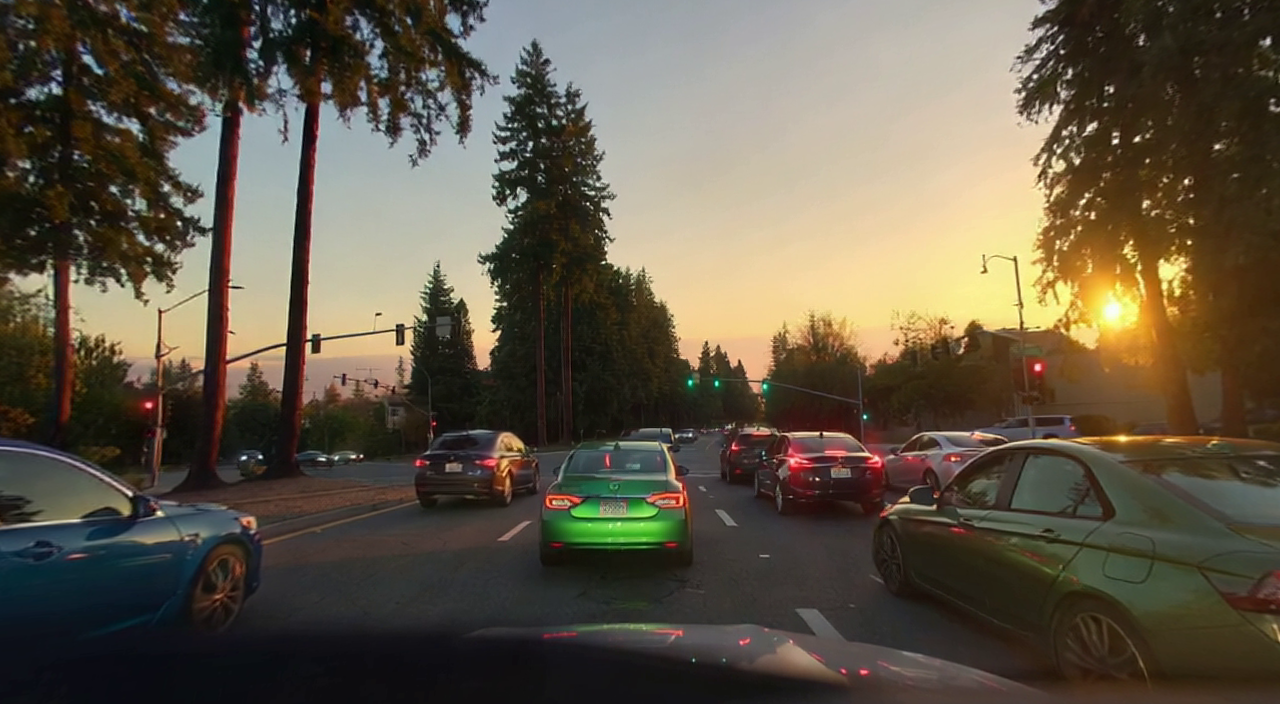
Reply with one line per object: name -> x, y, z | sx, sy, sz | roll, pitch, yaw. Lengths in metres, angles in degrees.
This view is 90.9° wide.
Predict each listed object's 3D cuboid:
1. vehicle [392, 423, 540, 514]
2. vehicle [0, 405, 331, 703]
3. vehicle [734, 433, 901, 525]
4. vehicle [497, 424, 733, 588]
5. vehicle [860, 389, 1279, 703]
vehicle -> -3.670, 2.545, 14.210 | 1.961, 1.714, 4.268 | -1, -8, 2
vehicle -> -3.658, 1.064, 3.245 | 1.935, 1.482, 4.433 | 0, -8, -1
vehicle -> 3.181, 2.337, 12.326 | 1.975, 1.460, 4.357 | 0, -8, 0
vehicle -> -0.251, 1.692, 7.727 | 2.147, 1.479, 3.803 | 0, -8, -1
vehicle -> 3.136, 1.151, 4.054 | 1.903, 1.480, 4.270 | 0, -8, 0
